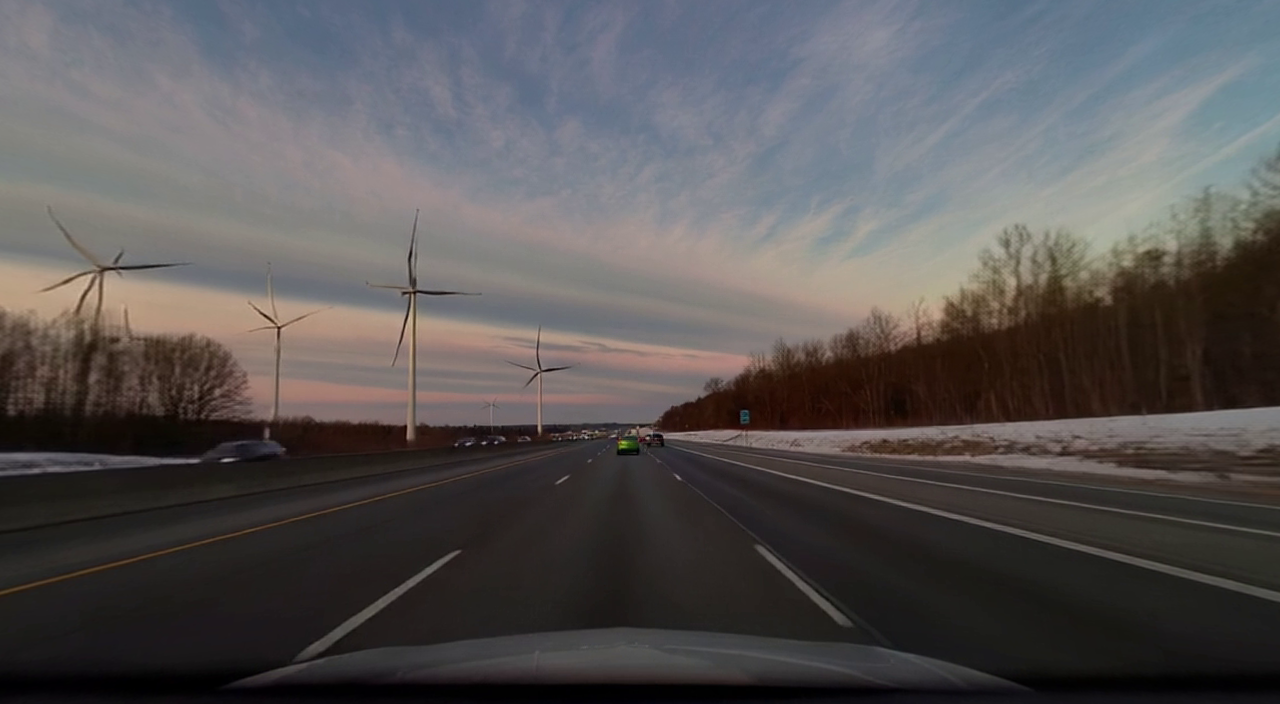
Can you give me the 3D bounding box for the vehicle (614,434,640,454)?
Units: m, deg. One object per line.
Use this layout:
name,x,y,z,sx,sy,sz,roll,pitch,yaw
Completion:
vehicle,-1.010,7.042,48.209,1.892,1.496,3.575,0,-8,-2

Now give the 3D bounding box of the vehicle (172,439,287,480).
vehicle,-16.897,4.394,26.191,1.889,1.538,4.327,0,-8,-1
